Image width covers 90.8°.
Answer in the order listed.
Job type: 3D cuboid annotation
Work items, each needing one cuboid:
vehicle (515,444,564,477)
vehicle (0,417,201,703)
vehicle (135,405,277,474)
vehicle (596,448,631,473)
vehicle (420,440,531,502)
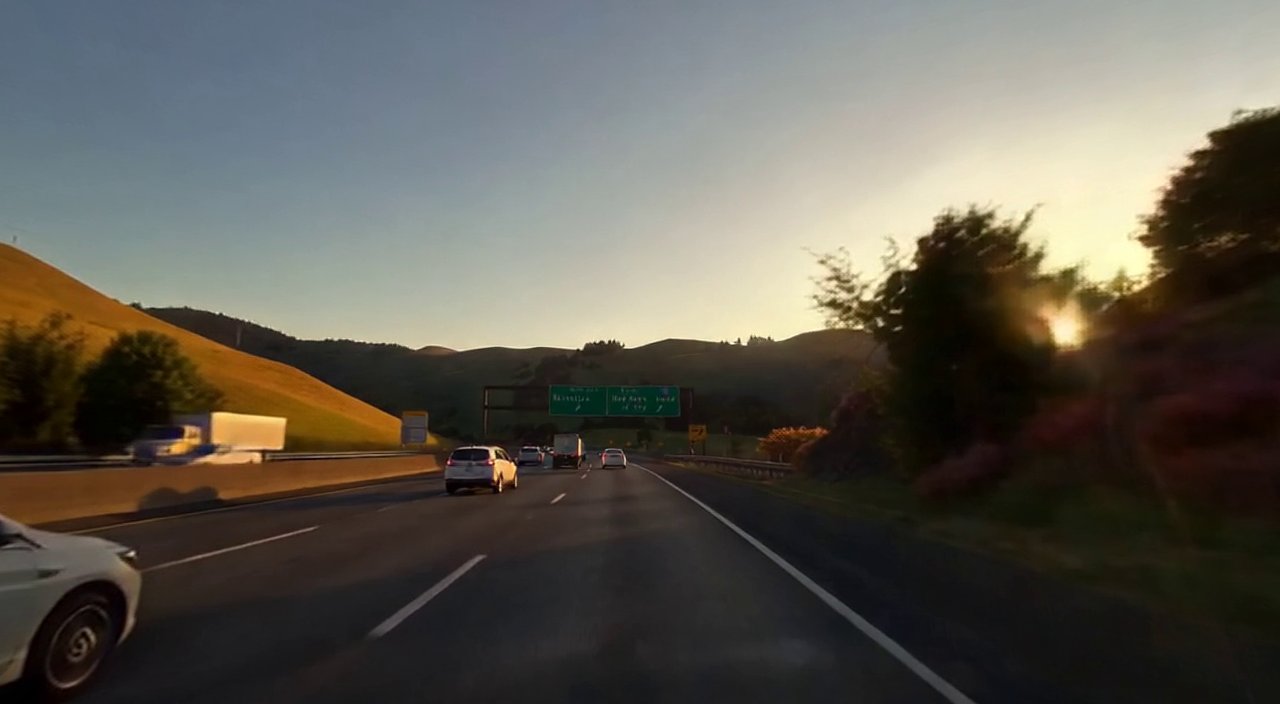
[{"bbox_3d":[-5.319,5.824,34.025,2.118,1.624,4.032,0,-9,-2],"label":"vehicle"},{"bbox_3d":[-3.737,0.921,1.966,1.892,1.492,3.940,0,-9,0],"label":"vehicle"},{"bbox_3d":[-24.341,5.055,36.050,2.694,3.452,7.760,0,-9,-2],"label":"vehicle"},{"bbox_3d":[-1.705,6.689,39.142,1.988,1.440,4.201,0,-9,-4],"label":"vehicle"},{"bbox_3d":[-4.723,3.475,18.855,2.208,1.619,4.162,0,-9,-1],"label":"vehicle"}]
